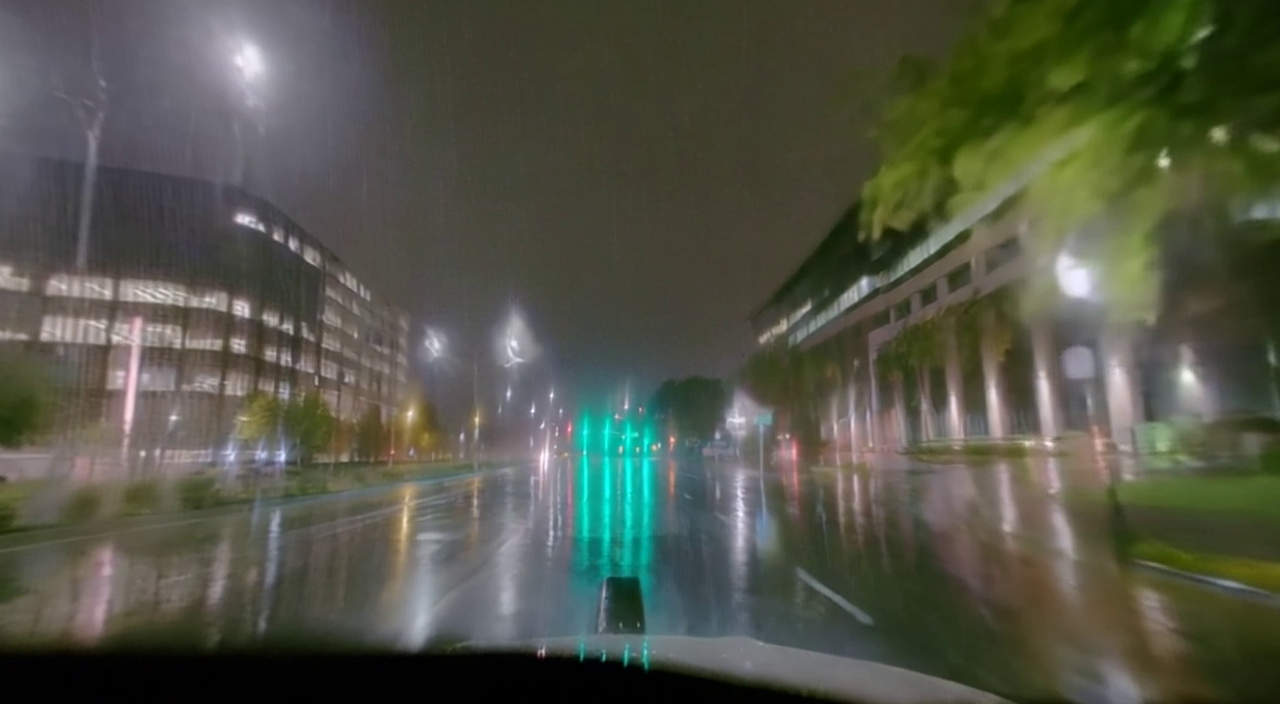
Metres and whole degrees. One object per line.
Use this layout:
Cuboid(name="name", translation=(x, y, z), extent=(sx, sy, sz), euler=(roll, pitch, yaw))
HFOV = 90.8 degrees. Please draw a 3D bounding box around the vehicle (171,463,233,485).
Cuboid(name="vehicle", translation=(-34.079, 9.509, 49.310), extent=(1.868, 1.467, 4.423), euler=(0, -9, -4))
